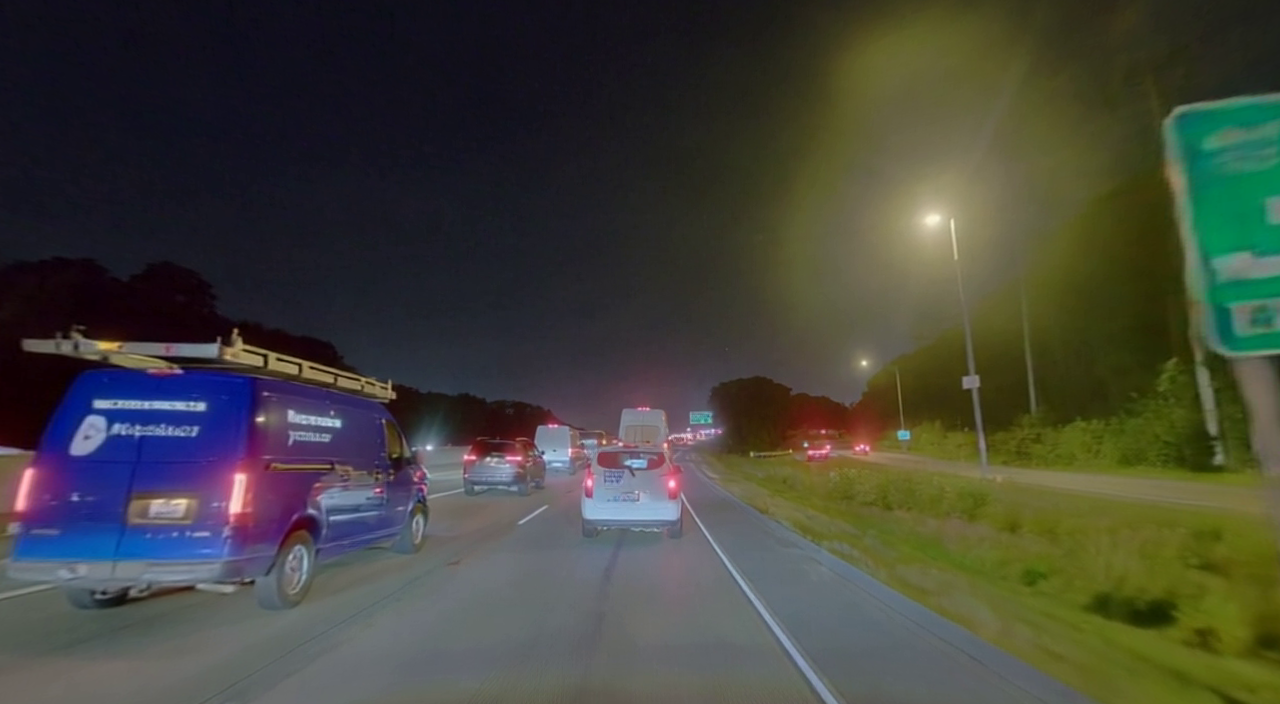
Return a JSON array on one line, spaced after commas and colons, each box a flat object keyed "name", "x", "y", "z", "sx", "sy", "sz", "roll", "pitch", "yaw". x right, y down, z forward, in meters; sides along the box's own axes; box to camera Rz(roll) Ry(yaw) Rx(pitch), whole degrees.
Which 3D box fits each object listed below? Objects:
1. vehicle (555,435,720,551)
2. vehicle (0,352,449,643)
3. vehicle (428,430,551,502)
[{"name": "vehicle", "x": -0.050, "y": 2.071, "z": 9.951, "sx": 2.054, "sy": 1.421, "sz": 4.090, "roll": 0, "pitch": -8, "yaw": -1}, {"name": "vehicle", "x": -3.857, "y": 1.306, "z": 6.596, "sx": 2.142, "sy": 1.952, "sz": 4.556, "roll": 0, "pitch": -8, "yaw": 1}, {"name": "vehicle", "x": -3.846, "y": 3.003, "z": 16.977, "sx": 2.114, "sy": 1.657, "sz": 4.432, "roll": 0, "pitch": -8, "yaw": 2}]
